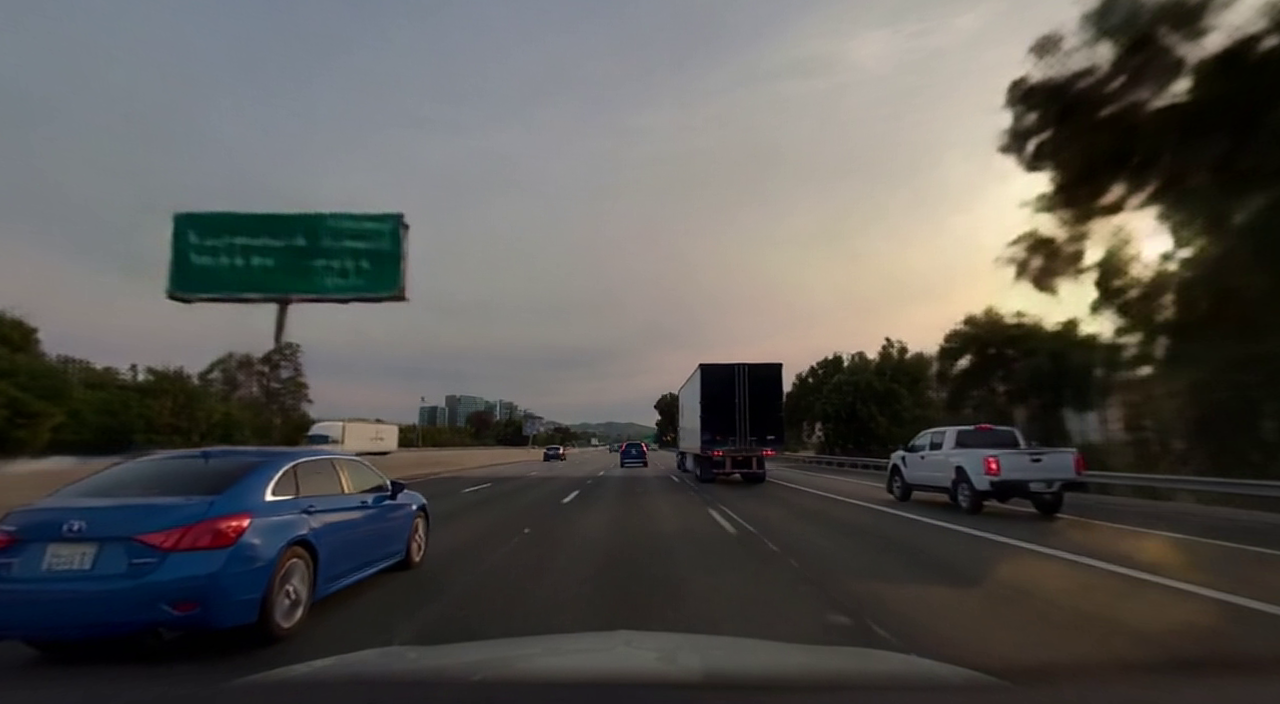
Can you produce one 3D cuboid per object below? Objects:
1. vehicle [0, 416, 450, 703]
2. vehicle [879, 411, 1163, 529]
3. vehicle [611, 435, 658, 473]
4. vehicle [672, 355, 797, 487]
[{"bbox_3d":[-3.140,1.333,4.988,1.864,1.406,4.544,0,-9,0],"label":"vehicle"},{"bbox_3d":[6.877,2.229,12.454,2.106,1.795,5.489,0,-9,-1],"label":"vehicle"},{"bbox_3d":[-0.297,5.199,32.366,2.203,1.805,4.358,0,-9,-1],"label":"vehicle"},{"bbox_3d":[3.306,3.270,27.193,2.876,4.086,15.117,0,-9,-1],"label":"vehicle"}]
